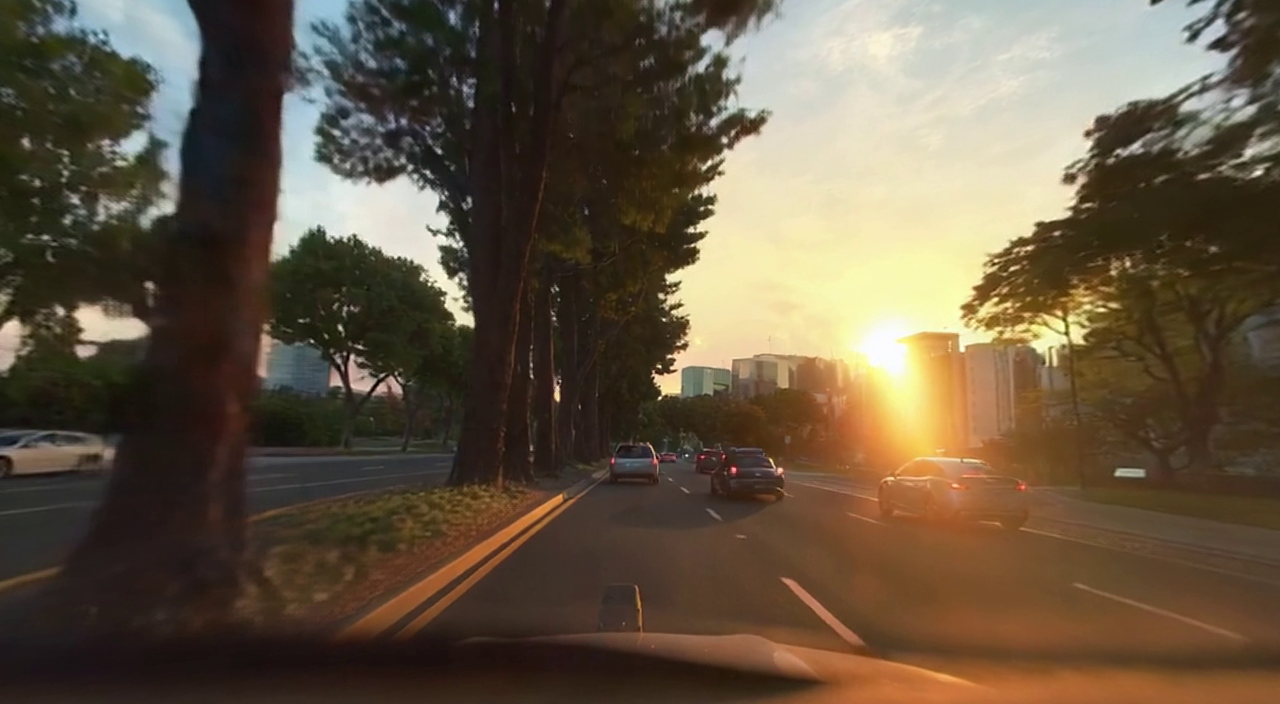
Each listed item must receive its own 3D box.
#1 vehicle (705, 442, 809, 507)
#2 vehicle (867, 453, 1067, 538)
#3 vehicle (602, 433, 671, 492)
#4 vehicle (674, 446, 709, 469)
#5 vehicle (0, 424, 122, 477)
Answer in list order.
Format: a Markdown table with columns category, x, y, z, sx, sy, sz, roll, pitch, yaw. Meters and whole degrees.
| category | x | y | z | sx | sy | sz | roll | pitch | yaw |
| --- | --- | --- | --- | --- | --- | --- | --- | --- | --- |
| vehicle | 3.010 | 3.230 | 17.081 | 1.932 | 1.510 | 4.168 | 0 | -8 | -1 |
| vehicle | 6.700 | 2.940 | 13.521 | 1.944 | 1.458 | 4.268 | 0 | -8 | -1 |
| vehicle | -0.110 | 3.503 | 20.291 | 2.008 | 1.674 | 4.239 | 0 | -8 | 0 |
| vehicle | 3.451 | 7.160 | 42.699 | 2.012 | 1.462 | 4.163 | 0 | -8 | -1 |
| vehicle | -18.916 | 3.010 | 19.281 | 1.851 | 1.477 | 4.891 | 0 | -8 | -1 |
